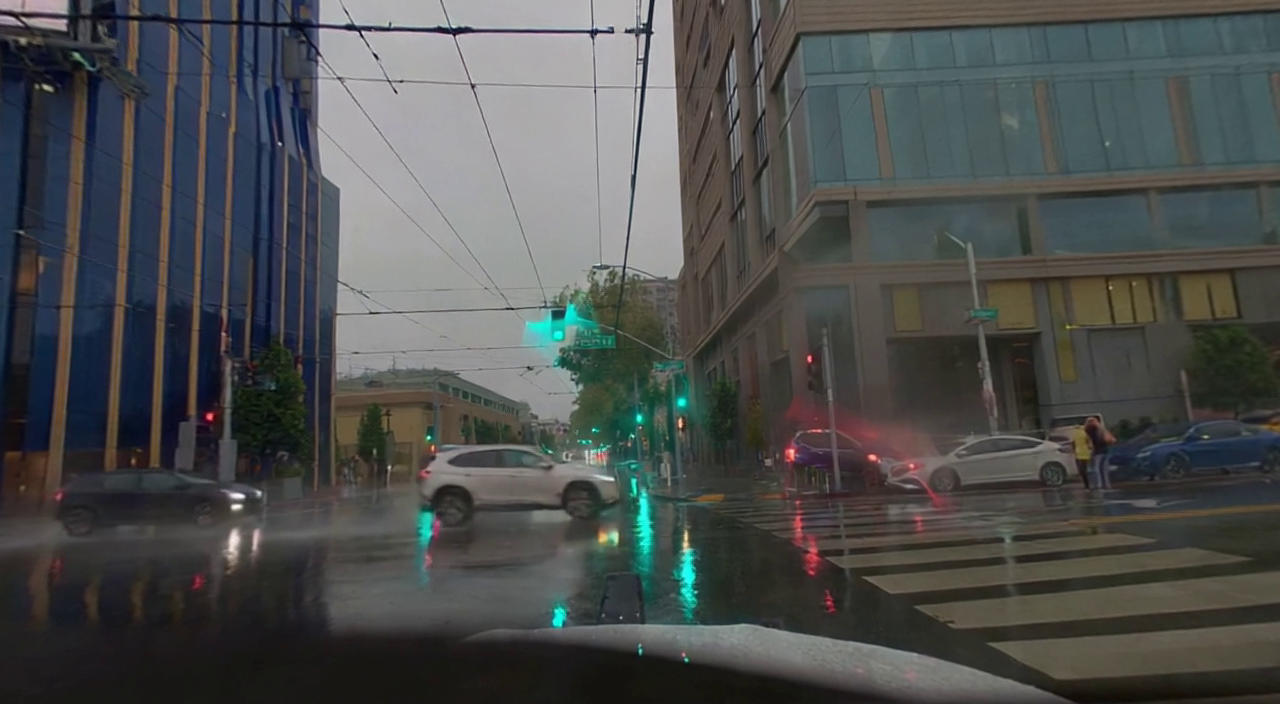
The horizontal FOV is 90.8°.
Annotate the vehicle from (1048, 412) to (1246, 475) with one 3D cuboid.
[{"bbox_3d":[16.753,3.044,21.064,4.944,1.946,1.952,0,-8,-3],"label":"vehicle"}]

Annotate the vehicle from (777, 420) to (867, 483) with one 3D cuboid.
[{"bbox_3d":[7.513,4.102,26.624,2.316,2.425,4.466,1,-7,-2],"label":"vehicle"}]

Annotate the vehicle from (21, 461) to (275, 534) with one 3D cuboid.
[{"bbox_3d":[-12.183,3.609,15.951,4.637,1.624,1.927,0,-9,-4],"label":"vehicle"}]

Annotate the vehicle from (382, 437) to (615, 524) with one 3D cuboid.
[{"bbox_3d":[-2.932,2.779,13.914,4.629,1.696,2.098,1,-11,-7],"label":"vehicle"}]

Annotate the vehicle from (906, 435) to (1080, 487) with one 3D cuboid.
[{"bbox_3d":[11.388,3.518,20.546,4.697,1.510,1.596,0,-9,-4],"label":"vehicle"}]
